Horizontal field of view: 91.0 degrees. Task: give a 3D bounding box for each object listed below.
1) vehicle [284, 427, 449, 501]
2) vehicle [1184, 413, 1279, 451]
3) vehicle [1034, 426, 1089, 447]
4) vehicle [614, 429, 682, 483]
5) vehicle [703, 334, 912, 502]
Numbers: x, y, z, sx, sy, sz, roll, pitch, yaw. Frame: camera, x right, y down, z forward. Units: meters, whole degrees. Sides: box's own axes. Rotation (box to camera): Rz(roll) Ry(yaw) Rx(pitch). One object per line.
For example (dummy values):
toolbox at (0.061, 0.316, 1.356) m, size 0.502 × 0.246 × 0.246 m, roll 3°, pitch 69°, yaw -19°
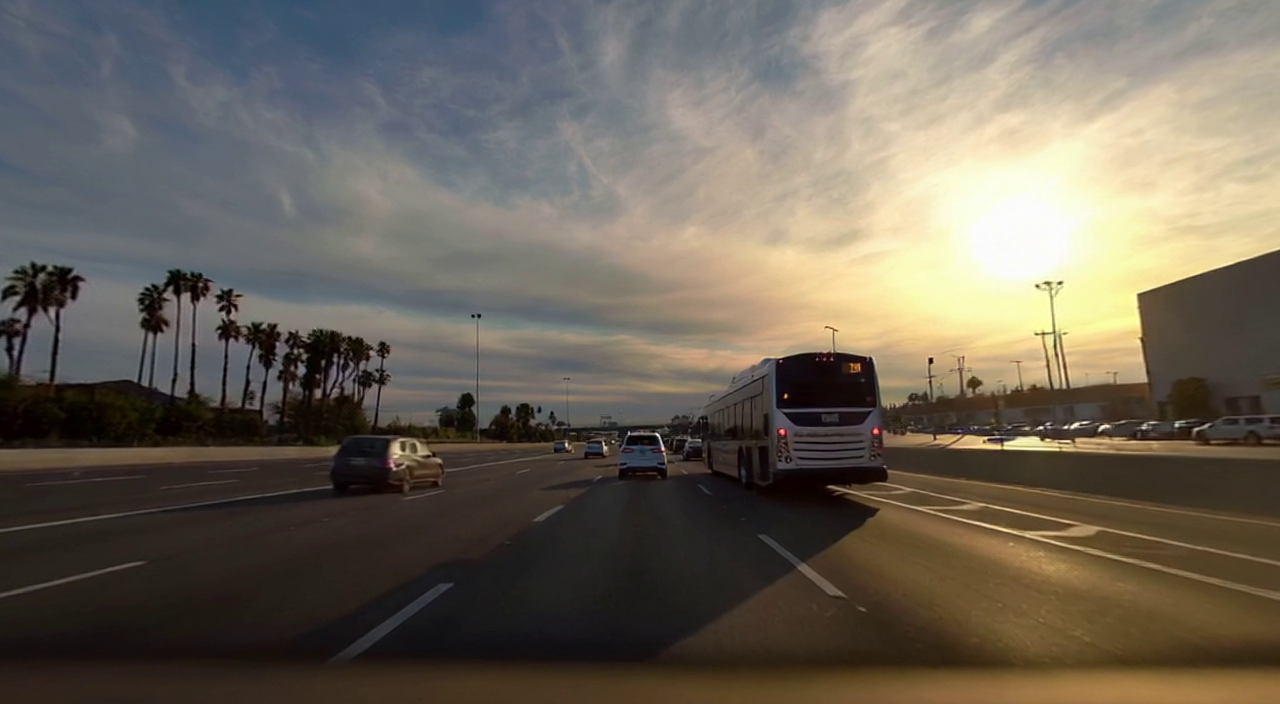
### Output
vehicle at (-7.208, 3.017, 17.340) m, size 2.291 × 1.729 × 4.879 m, roll 0°, pitch -9°, yaw 1°
vehicle at (30.604, 4.111, 31.897) m, size 2.003 × 1.777 × 4.990 m, roll -1°, pitch -9°, yaw 6°
vehicle at (32.749, 6.625, 49.084) m, size 1.795 × 1.481 × 3.986 m, roll -1°, pitch -9°, yaw 5°
vehicle at (0.302, 3.801, 23.263) m, size 2.268 × 1.796 × 4.280 m, roll 0°, pitch -9°, yaw 1°
vehicle at (4.289, 2.467, 20.644) m, size 3.020 × 3.622 × 14.302 m, roll 0°, pitch -9°, yaw 0°
